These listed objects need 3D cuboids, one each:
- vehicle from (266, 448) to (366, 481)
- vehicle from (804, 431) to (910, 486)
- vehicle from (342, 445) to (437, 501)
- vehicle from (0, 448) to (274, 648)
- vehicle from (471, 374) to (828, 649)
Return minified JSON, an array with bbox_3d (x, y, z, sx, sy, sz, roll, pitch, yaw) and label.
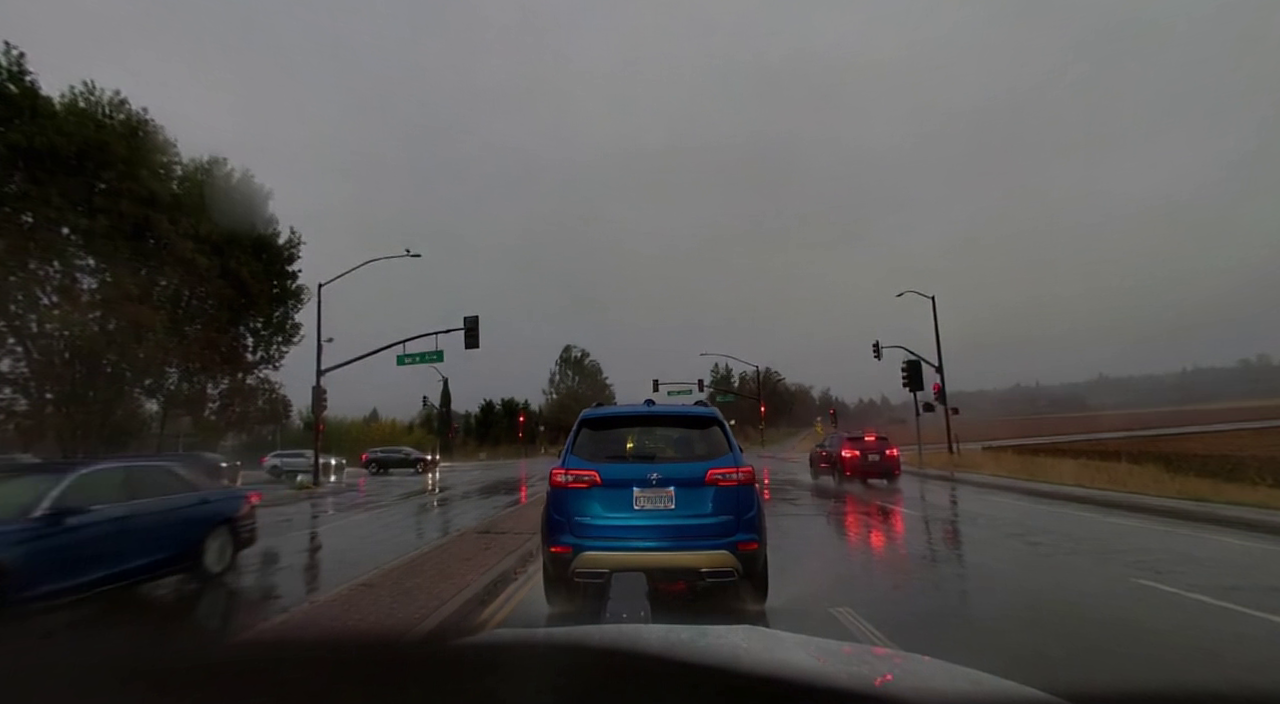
[{"bbox_3d":[-17.547,6.066,34.190,4.608,1.680,2.026,-3,-9,16],"label":"vehicle"},{"bbox_3d":[7.105,3.528,21.212,2.012,1.636,4.352,0,-8,0],"label":"vehicle"},{"bbox_3d":[-8.224,3.955,21.177,2.192,1.606,4.510,2,-8,-12],"label":"vehicle"},{"bbox_3d":[-6.114,1.700,6.119,2.425,1.480,4.707,0,-8,-2],"label":"vehicle"},{"bbox_3d":[0.049,1.330,6.225,2.298,1.770,4.138,0,-8,0],"label":"vehicle"}]
